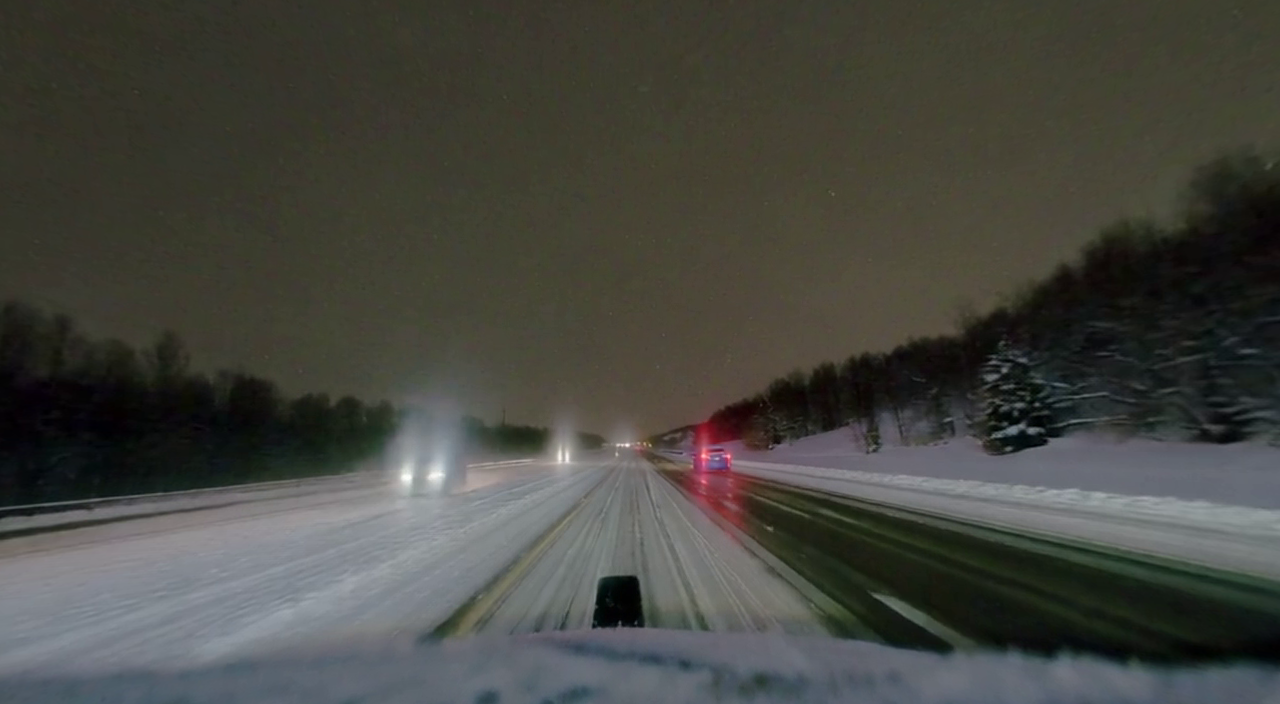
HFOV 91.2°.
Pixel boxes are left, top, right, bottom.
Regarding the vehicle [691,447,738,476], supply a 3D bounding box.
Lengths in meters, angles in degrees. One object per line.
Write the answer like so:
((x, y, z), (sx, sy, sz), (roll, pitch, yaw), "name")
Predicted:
((4.013, 5.945, 34.342), (1.981, 1.440, 4.125), (0, -9, -1), "vehicle")

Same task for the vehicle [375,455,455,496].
((-9.585, 5.253, 27.073), (1.860, 1.551, 4.442), (0, -9, -1), "vehicle")
